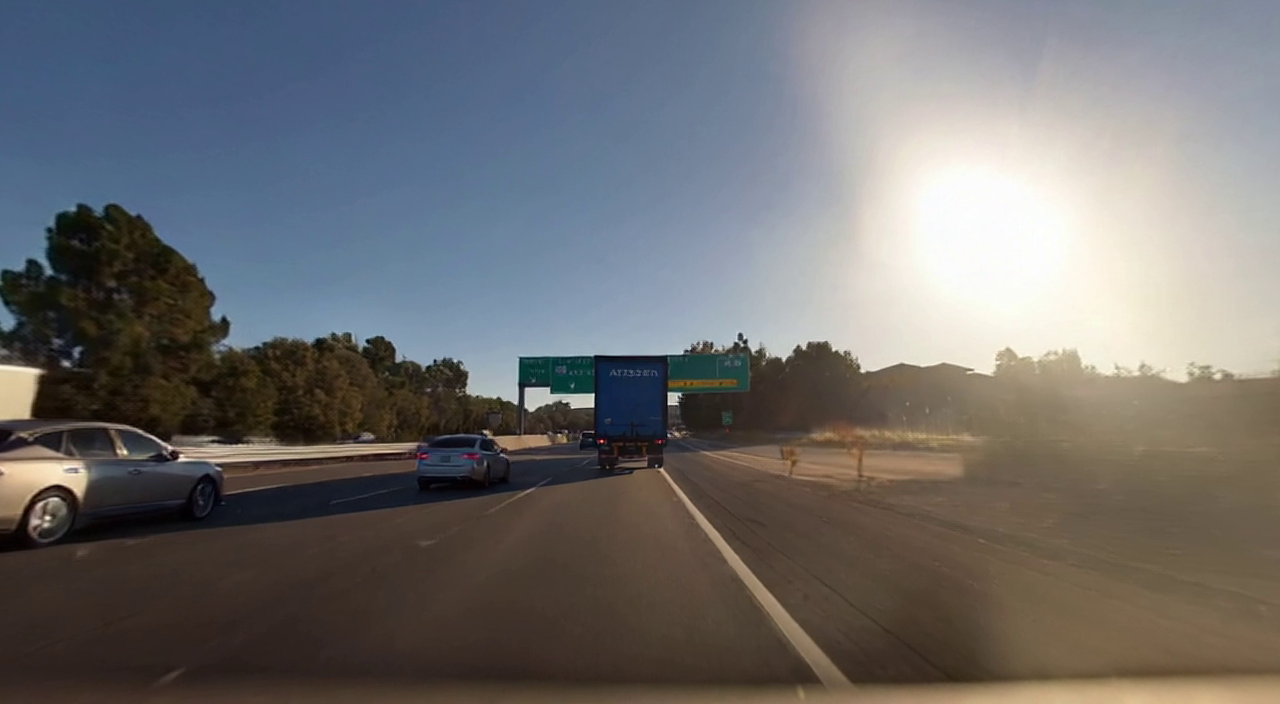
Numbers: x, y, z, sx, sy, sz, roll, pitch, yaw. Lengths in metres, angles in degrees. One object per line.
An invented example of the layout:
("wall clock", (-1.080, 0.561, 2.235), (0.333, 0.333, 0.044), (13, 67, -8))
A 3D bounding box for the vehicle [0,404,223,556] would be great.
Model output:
("vehicle", (-8.063, 1.637, 8.547), (1.990, 1.654, 4.129), (0, -8, -1))

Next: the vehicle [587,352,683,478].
("vehicle", (-0.219, 2.771, 26.011), (3.118, 4.106, 10.719), (0, -8, -1))

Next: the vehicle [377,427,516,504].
("vehicle", (-4.176, 2.482, 14.274), (1.933, 1.492, 3.838), (0, -8, 0))
